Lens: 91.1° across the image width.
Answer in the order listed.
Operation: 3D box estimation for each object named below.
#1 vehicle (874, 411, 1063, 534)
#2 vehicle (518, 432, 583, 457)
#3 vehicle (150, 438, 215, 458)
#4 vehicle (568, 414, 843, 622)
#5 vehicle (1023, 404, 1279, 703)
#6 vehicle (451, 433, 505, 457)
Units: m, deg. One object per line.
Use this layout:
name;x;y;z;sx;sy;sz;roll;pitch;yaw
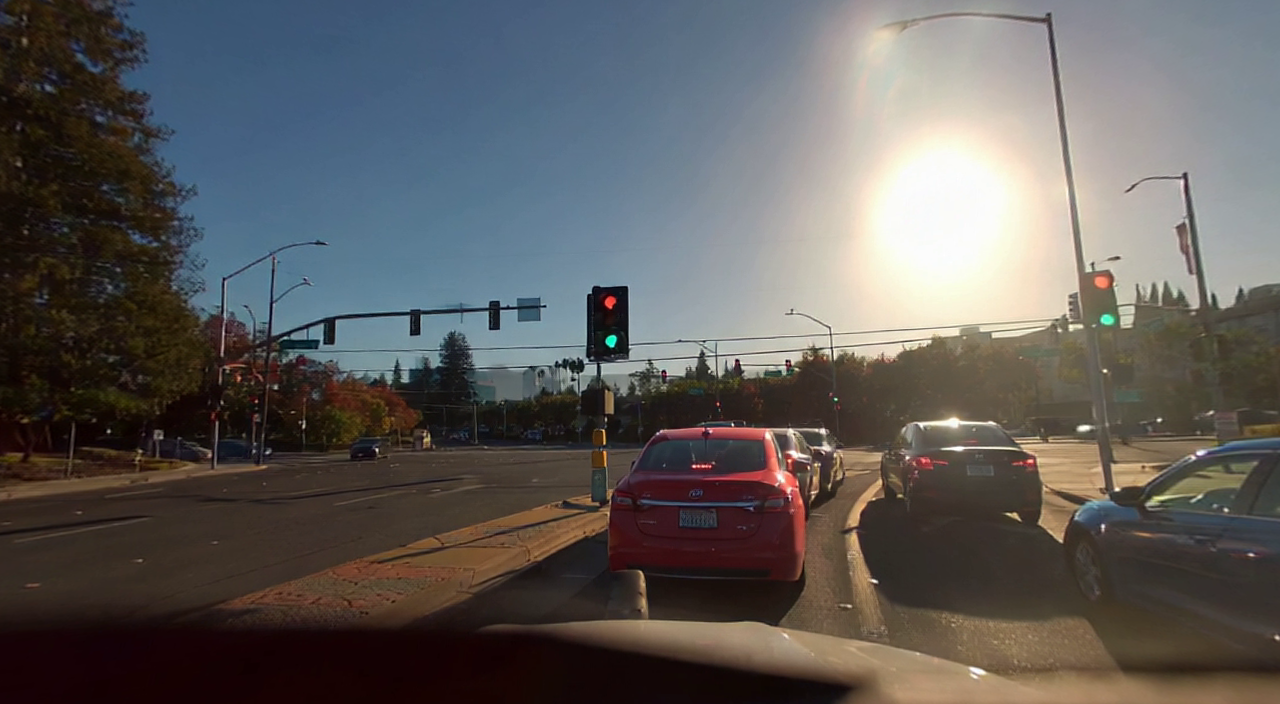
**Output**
vehicle;5.538;2.045;11.289;2.102;1.717;4.373;-2;-9;16
vehicle;-5.973;6.107;41.553;1.932;1.573;4.509;8;-12;-44
vehicle;-35.404;7.433;48.629;1.652;1.433;3.733;-7;-11;40
vehicle;0.850;1.499;6.693;2.052;1.483;3.928;-2;-8;12
vehicle;4.243;1.058;3.371;1.954;1.508;4.441;-1;-8;6
vehicle;-12.474;7.119;48.192;1.972;1.705;4.457;8;-11;-44
